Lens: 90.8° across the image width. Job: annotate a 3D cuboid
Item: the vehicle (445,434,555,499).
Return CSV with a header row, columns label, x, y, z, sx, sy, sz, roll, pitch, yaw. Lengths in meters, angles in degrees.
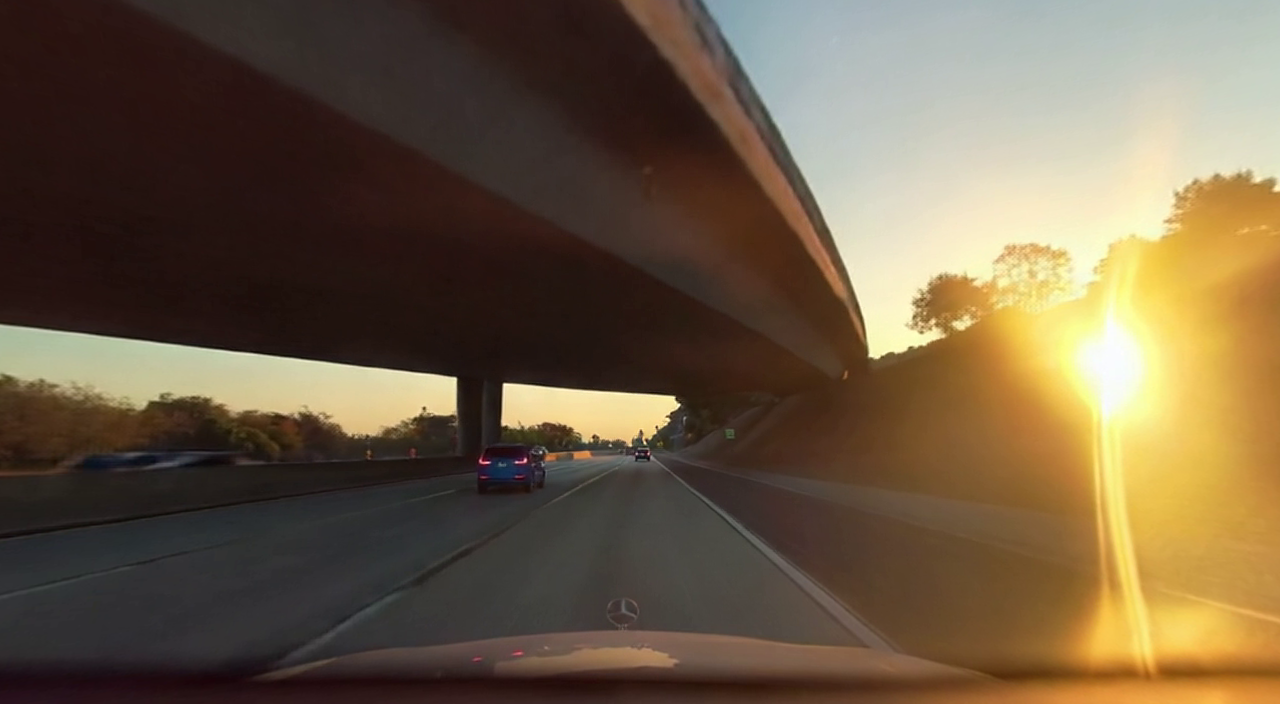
label,x,y,z,sx,sy,sz,roll,pitch,yaw
vehicle,-4.193,3.550,19.976,2.272,1.759,5.058,0,-9,1
